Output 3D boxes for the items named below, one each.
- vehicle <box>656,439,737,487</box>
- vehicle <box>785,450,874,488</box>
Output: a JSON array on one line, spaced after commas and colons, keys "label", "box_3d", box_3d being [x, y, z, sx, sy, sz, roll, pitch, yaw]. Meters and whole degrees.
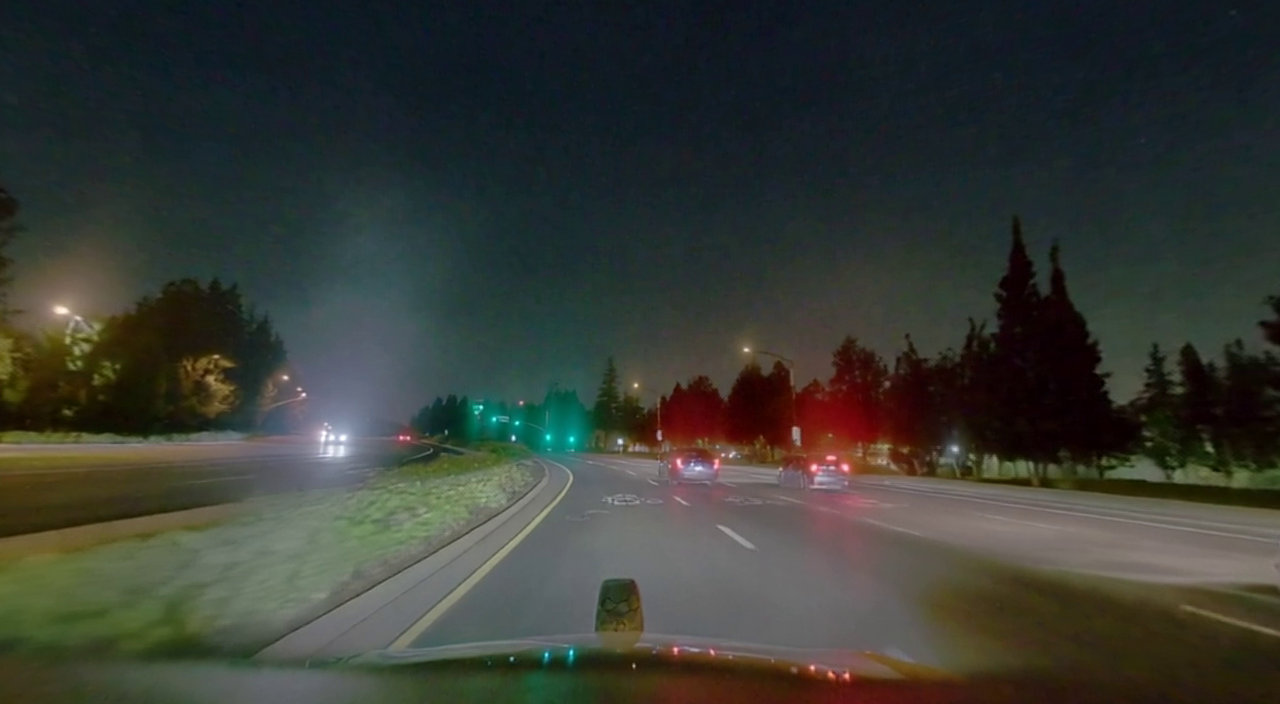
[{"label": "vehicle", "box_3d": [2.017, 4.183, 24.131, 2.122, 1.646, 4.525, 1, -8, -7]}, {"label": "vehicle", "box_3d": [8.158, 5.052, 27.712, 1.940, 1.460, 4.652, 1, -8, -8]}]
